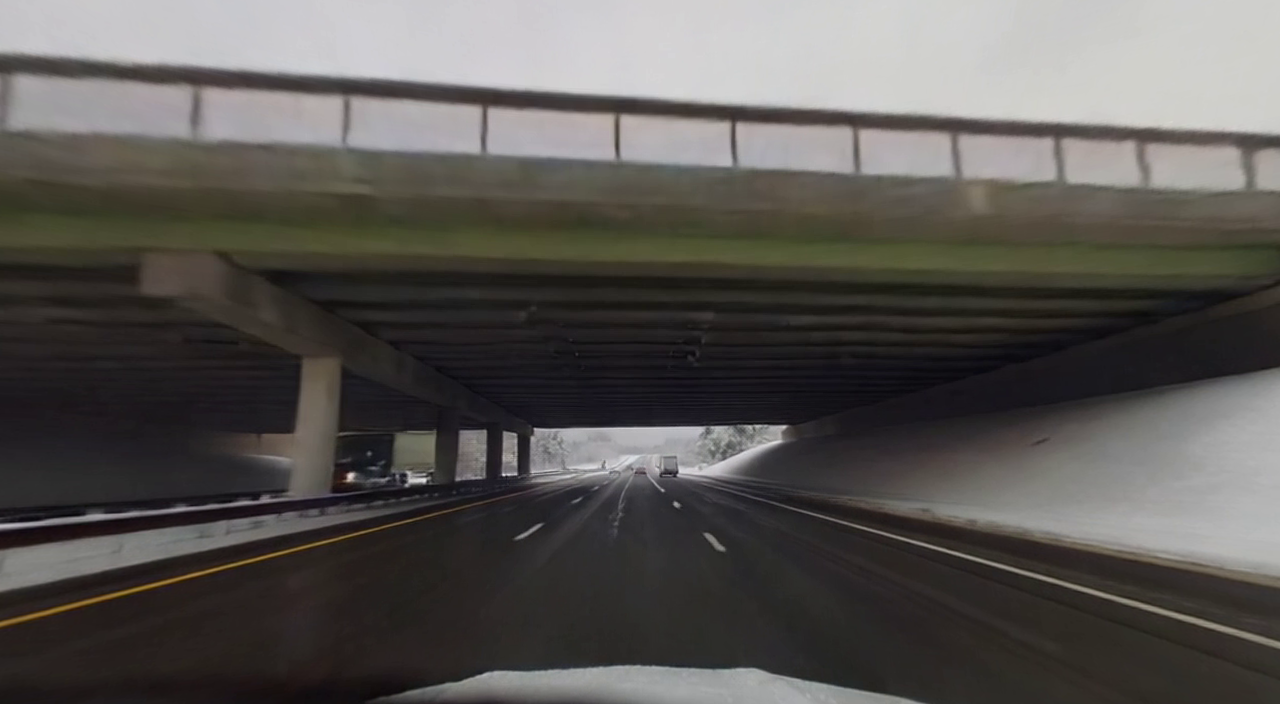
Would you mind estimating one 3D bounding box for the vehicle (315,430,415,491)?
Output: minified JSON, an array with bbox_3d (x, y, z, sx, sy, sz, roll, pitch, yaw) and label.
[{"bbox_3d":[-20.566,8.307,48.007,2.936,4.096,9.901,1,-10,0],"label":"vehicle"}]
